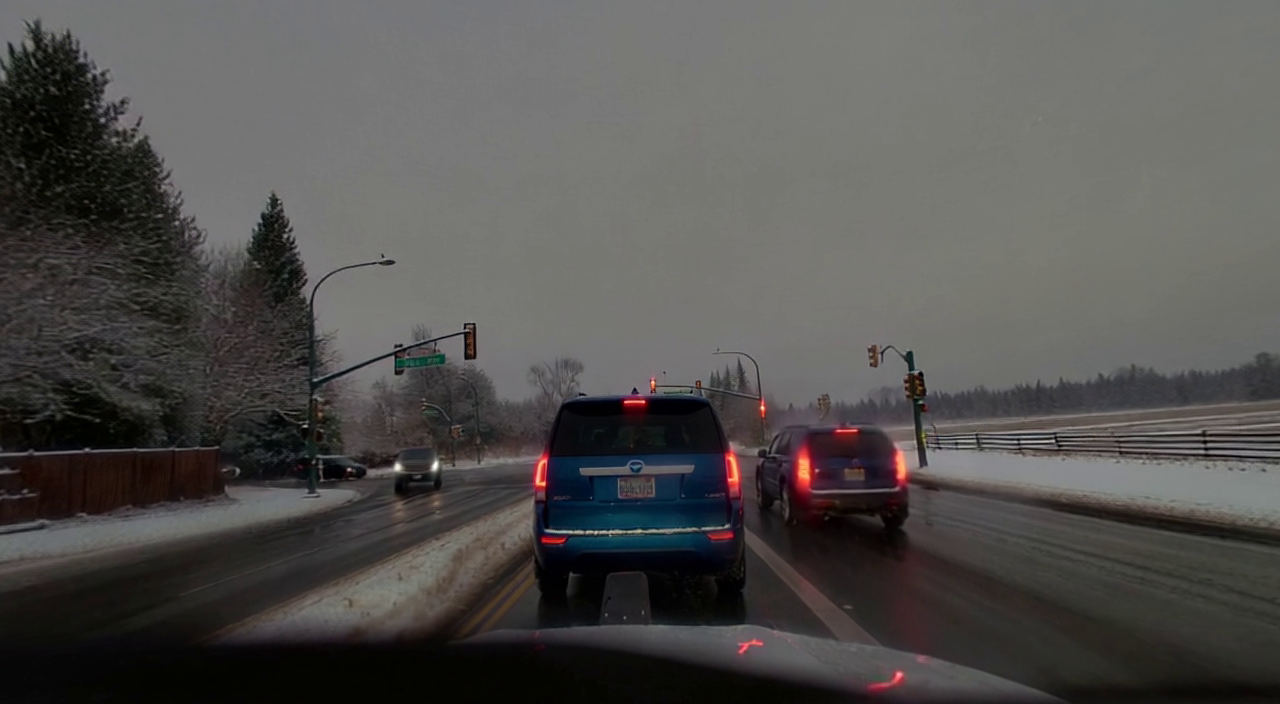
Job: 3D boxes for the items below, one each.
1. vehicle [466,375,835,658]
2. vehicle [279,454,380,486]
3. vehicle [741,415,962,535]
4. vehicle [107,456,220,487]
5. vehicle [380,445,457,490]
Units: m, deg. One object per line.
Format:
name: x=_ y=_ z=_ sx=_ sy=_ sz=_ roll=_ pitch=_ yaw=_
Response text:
vehicle: x=0.058 y=1.331 z=6.109 sx=2.298 sy=1.770 sz=4.138 roll=0 pitch=-8 yaw=0
vehicle: x=-15.824 y=5.951 z=32.146 sx=4.559 sy=1.458 sz=2.265 roll=-4 pitch=-9 yaw=27
vehicle: x=3.370 y=2.082 z=11.274 sx=2.340 sy=1.693 sz=4.516 roll=0 pitch=-8 yaw=0
vehicle: x=-26.698 y=6.673 z=35.457 sx=4.605 sy=1.626 sz=2.251 roll=-1 pitch=-8 yaw=3
vehicle: x=-9.539 y=4.843 z=26.913 sx=2.026 sy=1.680 sz=4.608 roll=5 pitch=-10 yaw=-32
